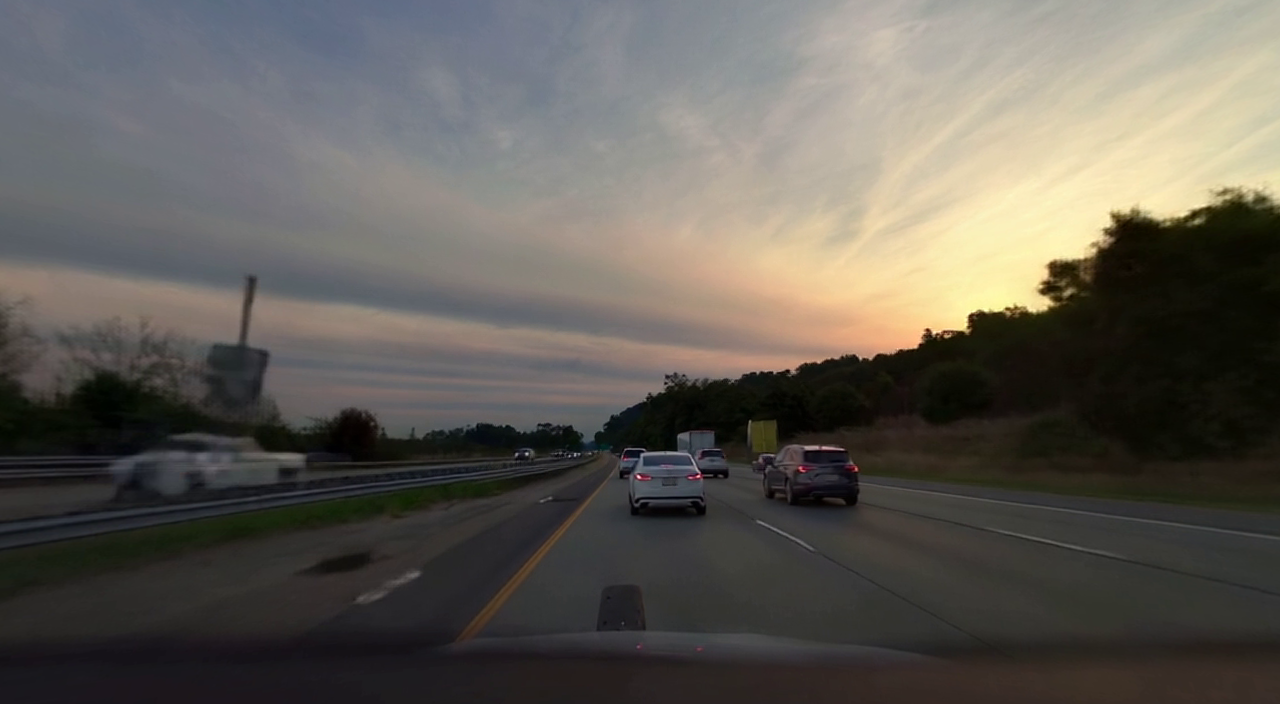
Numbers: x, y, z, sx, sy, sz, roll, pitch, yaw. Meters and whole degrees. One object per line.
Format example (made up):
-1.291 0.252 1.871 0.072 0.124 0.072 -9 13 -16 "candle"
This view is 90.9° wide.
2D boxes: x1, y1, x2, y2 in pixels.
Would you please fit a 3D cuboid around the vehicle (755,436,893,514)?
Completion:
4.394 3.020 15.963 1.998 1.657 4.604 0 -9 -1 "vehicle"

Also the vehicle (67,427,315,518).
-8.557 2.327 12.585 1.941 1.483 4.061 0 -9 0 "vehicle"

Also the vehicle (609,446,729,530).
0.470 2.671 12.936 2.094 1.426 3.725 0 -9 -1 "vehicle"
